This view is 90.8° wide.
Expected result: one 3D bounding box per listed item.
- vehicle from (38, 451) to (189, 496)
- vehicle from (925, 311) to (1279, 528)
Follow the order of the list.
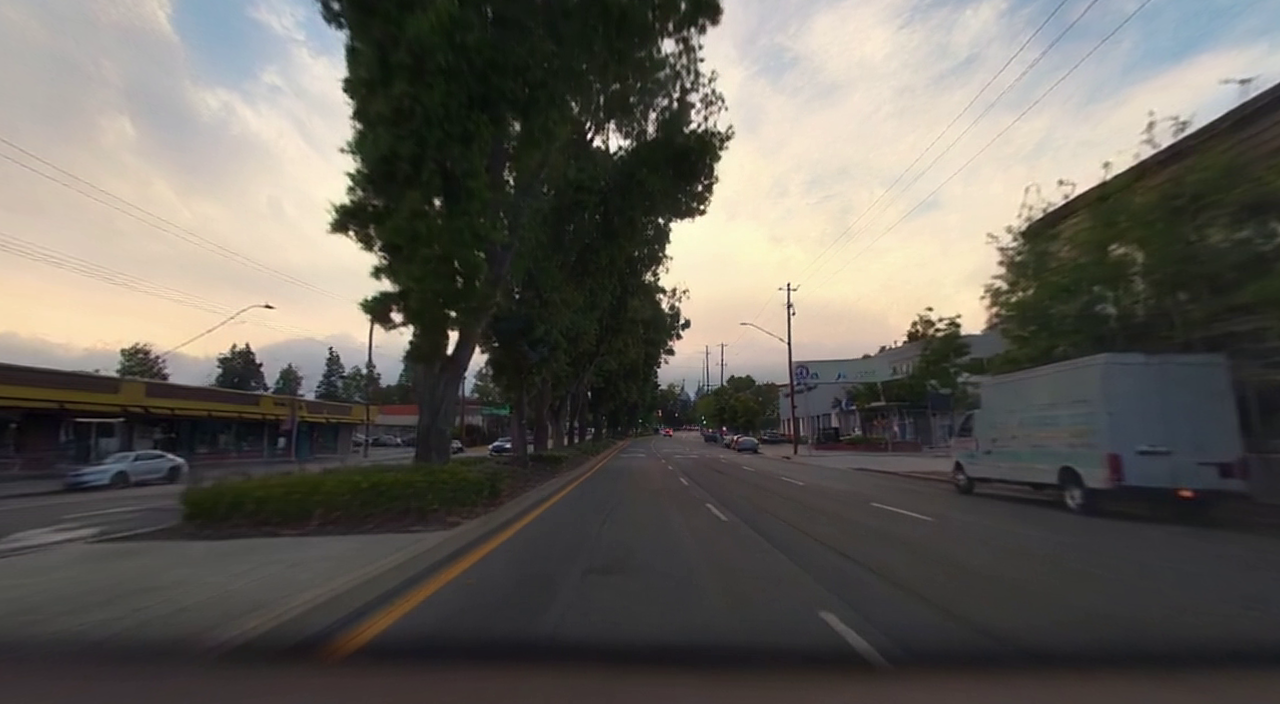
[{"bbox_3d":[-19.518,4.493,23.748,1.813,1.465,4.454,0,-9,0],"label":"vehicle"},{"bbox_3d":[9.652,1.636,14.002,2.684,3.381,8.336,0,-9,0],"label":"vehicle"}]
